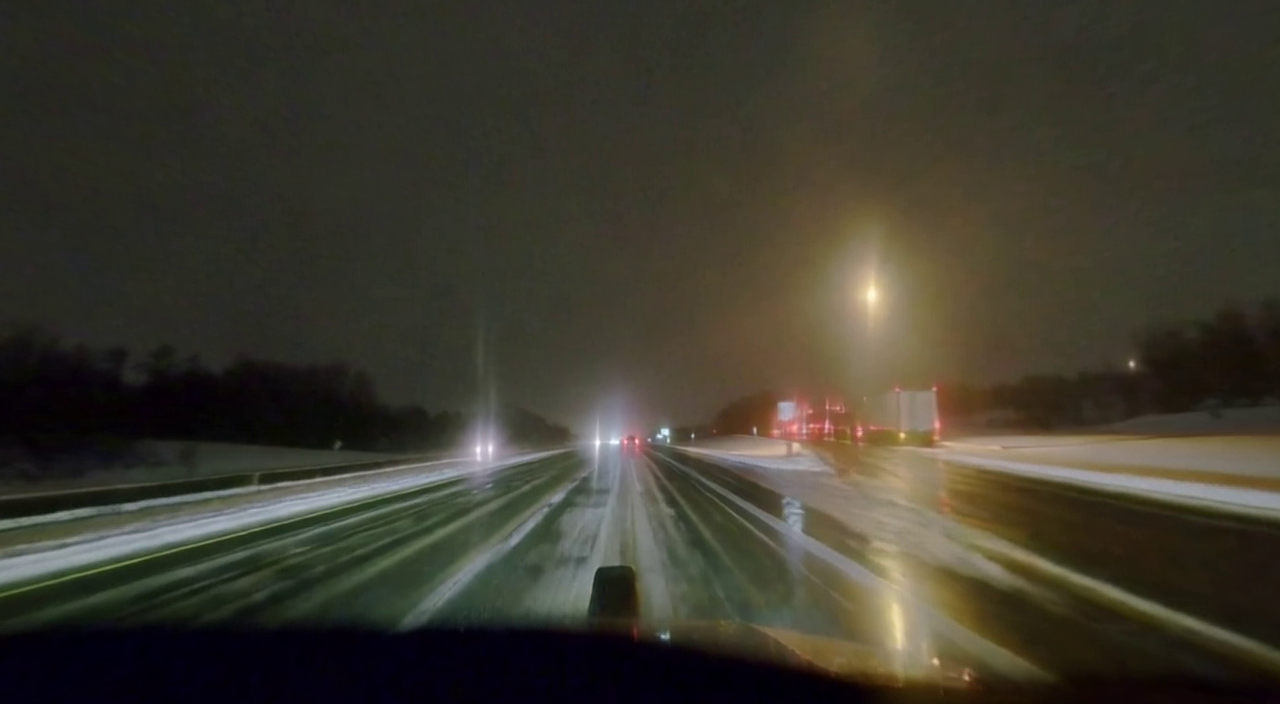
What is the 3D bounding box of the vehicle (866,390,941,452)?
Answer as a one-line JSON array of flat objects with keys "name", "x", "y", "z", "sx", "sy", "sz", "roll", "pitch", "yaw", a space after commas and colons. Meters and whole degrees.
[{"name": "vehicle", "x": 19.794, "y": 5.455, "z": 48.373, "sx": 3.187, "sy": 4.063, "sz": 13.741, "roll": -2, "pitch": -8, "yaw": 14}]
